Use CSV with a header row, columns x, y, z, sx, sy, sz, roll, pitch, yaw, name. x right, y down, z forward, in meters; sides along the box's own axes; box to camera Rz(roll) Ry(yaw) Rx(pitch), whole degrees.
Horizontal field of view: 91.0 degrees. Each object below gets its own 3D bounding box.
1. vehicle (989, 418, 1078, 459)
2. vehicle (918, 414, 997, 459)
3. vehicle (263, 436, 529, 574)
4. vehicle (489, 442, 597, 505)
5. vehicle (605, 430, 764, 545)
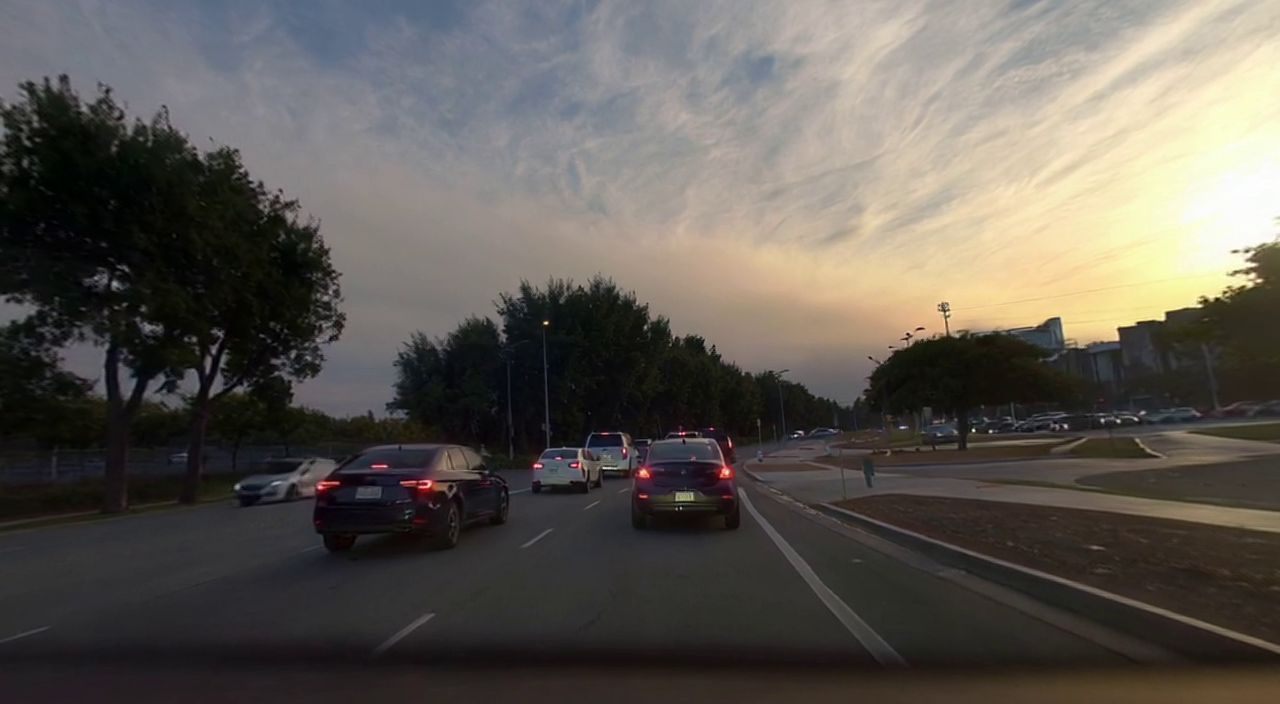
x,y,z,sx,sy,sz,roll,pitch,yaw,name
18.149,4.003,29.254,1.803,1.518,3.893,-9,-9,6,vehicle
14.934,4.056,29.946,2.288,1.933,4.612,-2,-9,14,vehicle
-3.132,2.034,9.227,1.940,1.502,4.241,-1,-9,4,vehicle
-2.480,3.232,17.207,1.870,1.490,4.187,-1,-9,6,vehicle
0.678,2.149,10.644,2.142,1.528,4.133,0,-9,2,vehicle
